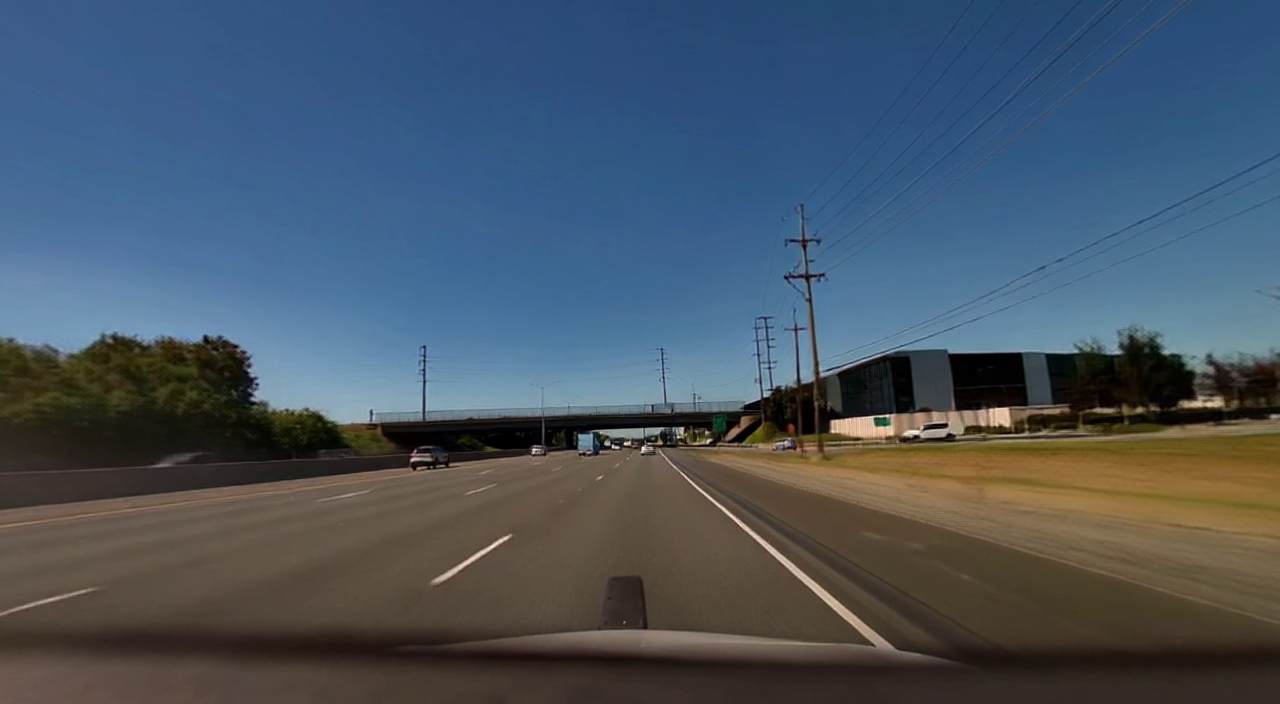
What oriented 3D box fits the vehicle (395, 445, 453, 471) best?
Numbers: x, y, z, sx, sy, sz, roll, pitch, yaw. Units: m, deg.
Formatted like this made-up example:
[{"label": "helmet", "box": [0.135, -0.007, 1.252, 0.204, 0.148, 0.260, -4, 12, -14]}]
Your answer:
[{"label": "vehicle", "box": [-13.683, 6.719, 40.231, 1.988, 1.477, 4.442, 0, -8, 1]}]
